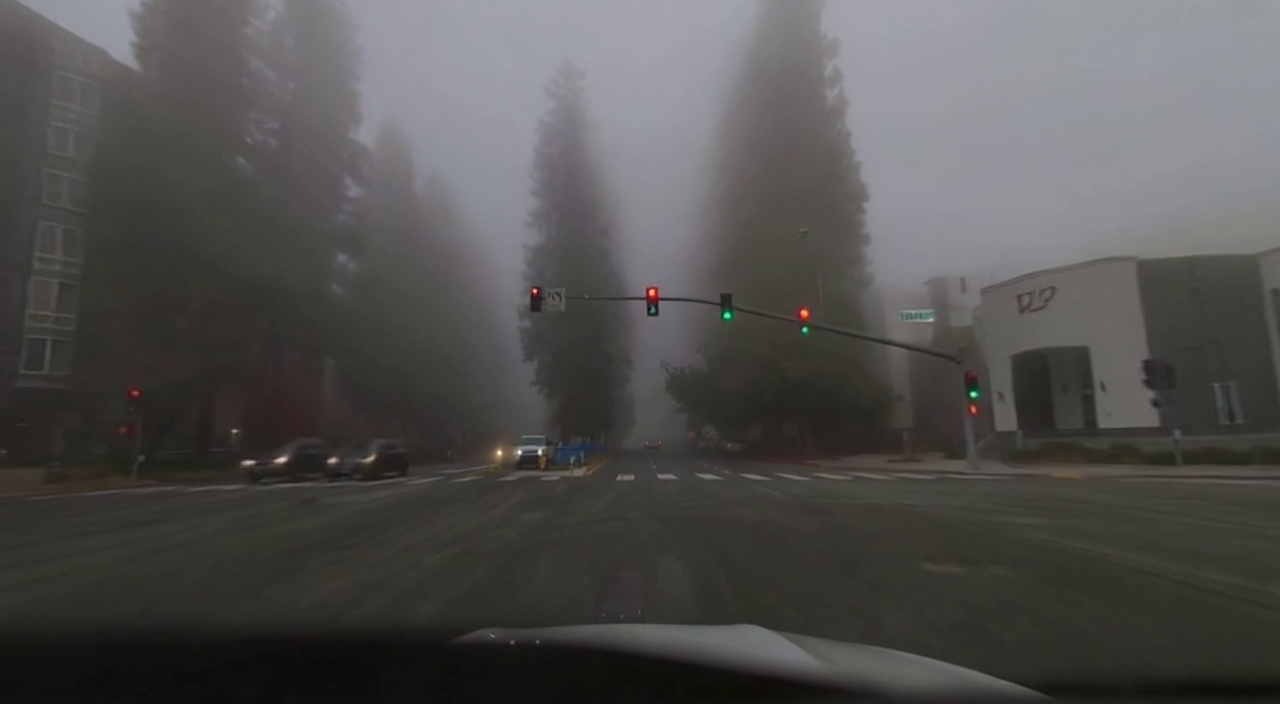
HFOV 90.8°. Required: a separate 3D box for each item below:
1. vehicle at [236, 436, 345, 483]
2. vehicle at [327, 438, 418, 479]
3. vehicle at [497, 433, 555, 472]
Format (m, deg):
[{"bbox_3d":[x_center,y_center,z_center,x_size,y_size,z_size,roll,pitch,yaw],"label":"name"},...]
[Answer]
[{"bbox_3d":[-15.723,4.829,28.824,2.164,1.920,4.896,0,-8,0],"label":"vehicle"},{"bbox_3d":[-11.861,4.739,28.406,2.041,1.654,4.605,0,-8,0],"label":"vehicle"},{"bbox_3d":[-5.520,4.928,31.099,2.098,1.789,4.338,0,-9,-1],"label":"vehicle"}]
